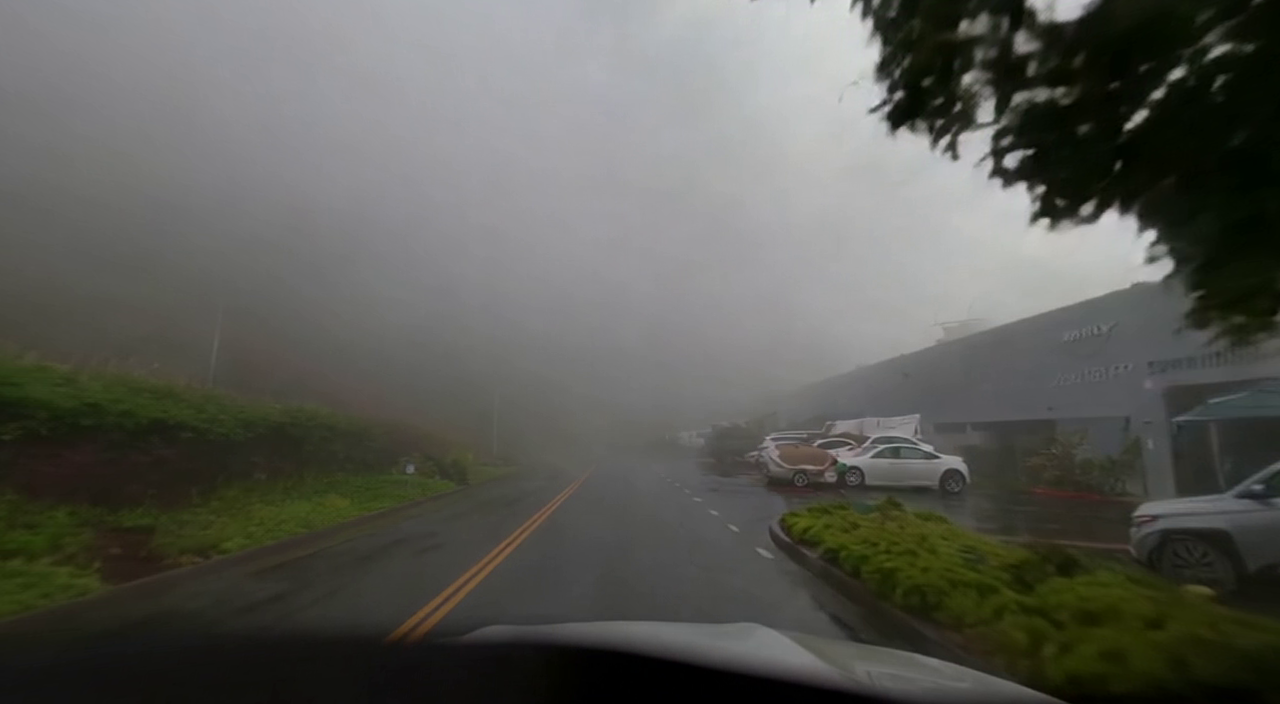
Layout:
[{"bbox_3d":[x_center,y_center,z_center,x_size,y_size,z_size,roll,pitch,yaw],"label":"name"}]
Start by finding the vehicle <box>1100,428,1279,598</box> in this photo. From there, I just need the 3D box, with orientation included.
[{"bbox_3d":[8.486,1.875,7.374,2.113,1.945,4.546,2,-9,-13],"label":"vehicle"}]

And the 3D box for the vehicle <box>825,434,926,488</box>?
[{"bbox_3d":[8.257,3.866,22.547,1.924,1.713,4.627,0,-9,2],"label":"vehicle"}]

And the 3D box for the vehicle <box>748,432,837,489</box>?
[{"bbox_3d":[5.476,3.951,23.127,1.977,1.860,4.237,0,-9,-3],"label":"vehicle"}]

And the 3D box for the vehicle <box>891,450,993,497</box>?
[{"bbox_3d":[10.768,4.320,22.747,1.819,1.494,3.834,0,-9,1],"label":"vehicle"}]
